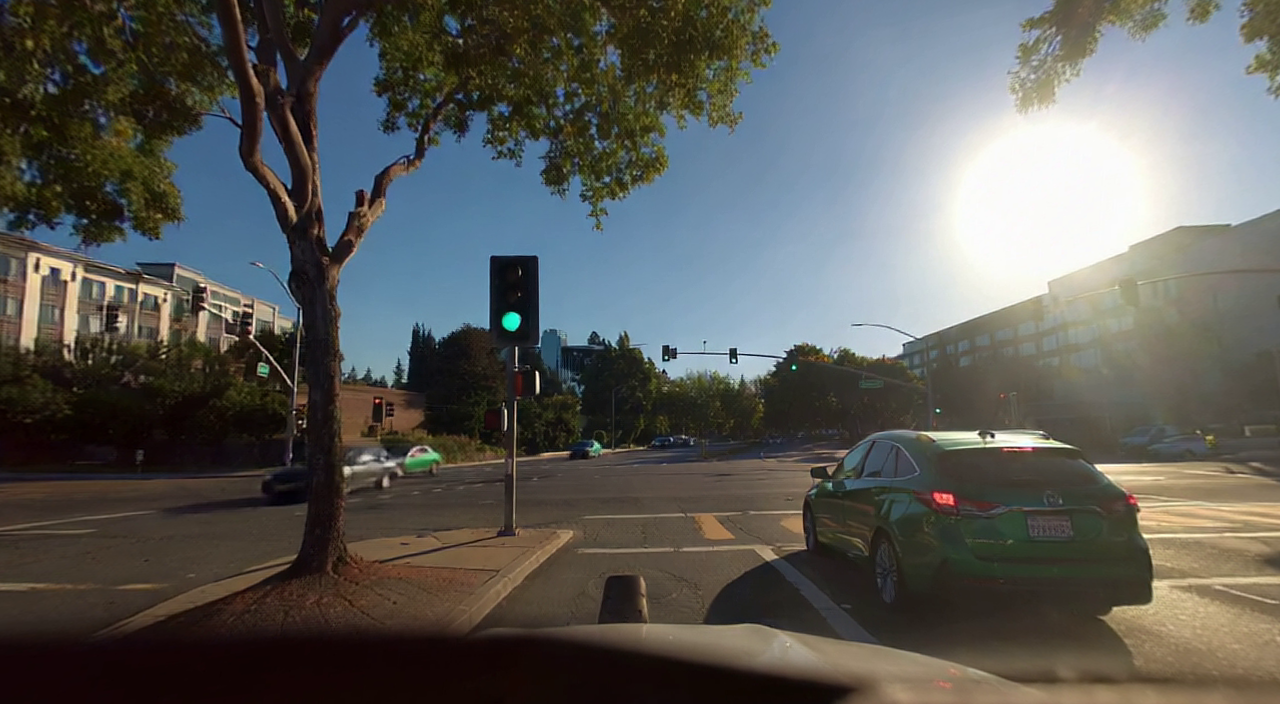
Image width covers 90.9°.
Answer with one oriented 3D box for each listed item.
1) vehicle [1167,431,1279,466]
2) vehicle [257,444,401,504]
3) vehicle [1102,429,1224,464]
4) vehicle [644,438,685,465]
[{"bbox_3d":[26.299,4.242,27.881,4.644,1.470,1.922,1,-8,-10],"label":"vehicle"},{"bbox_3d":[-8.591,3.351,17.855,1.877,1.481,3.853,-1,-8,5],"label":"vehicle"},{"bbox_3d":[25.935,4.681,31.356,4.441,1.674,2.035,1,-8,-8],"label":"vehicle"},{"bbox_3d":[1.751,6.774,43.253,2.197,1.739,4.177,-2,-8,10],"label":"vehicle"}]
